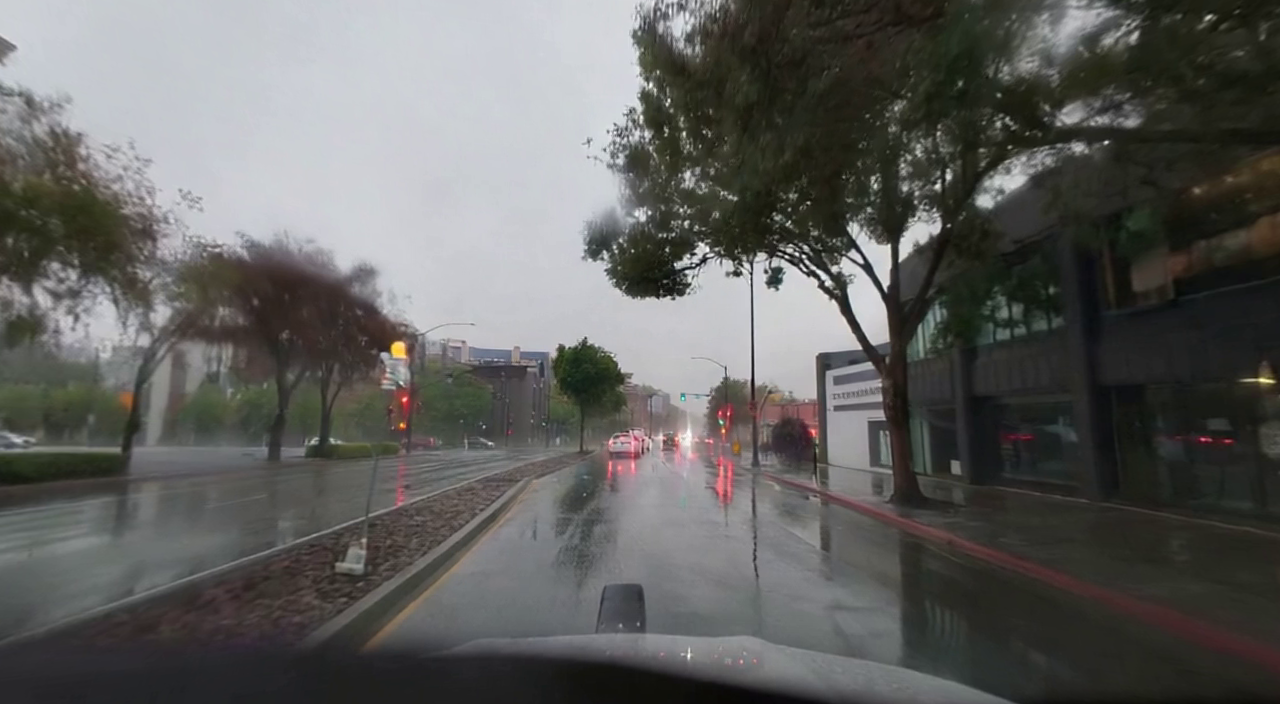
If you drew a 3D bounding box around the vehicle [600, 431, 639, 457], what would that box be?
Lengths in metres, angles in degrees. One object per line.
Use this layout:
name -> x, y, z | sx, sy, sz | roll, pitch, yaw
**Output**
vehicle -> -1.205, 5.690, 38.975 | 2.173, 1.479, 4.264 | 0, -9, 2
